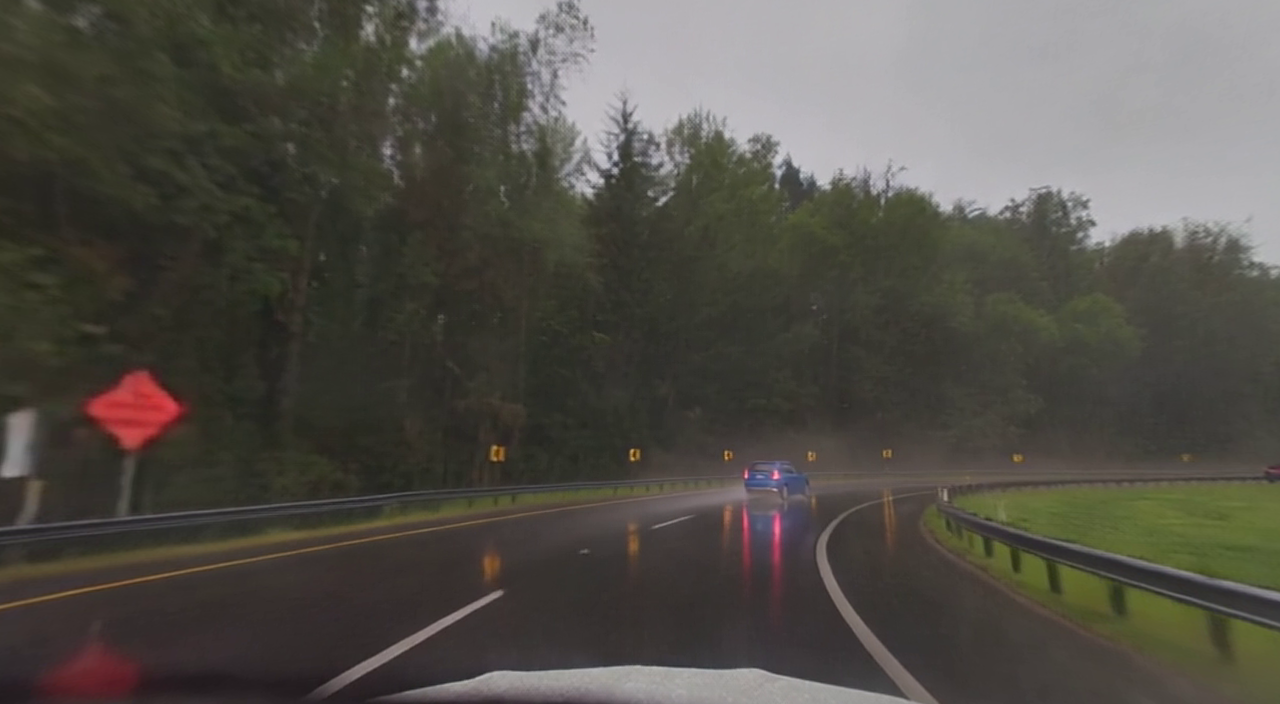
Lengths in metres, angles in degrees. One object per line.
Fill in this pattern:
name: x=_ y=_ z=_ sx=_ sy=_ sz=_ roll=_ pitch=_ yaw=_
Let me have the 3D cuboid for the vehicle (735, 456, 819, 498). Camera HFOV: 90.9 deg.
vehicle: x=6.135 y=5.503 z=27.909 sx=1.997 sy=1.692 sz=4.422 roll=-7 pitch=-13 yaw=35
